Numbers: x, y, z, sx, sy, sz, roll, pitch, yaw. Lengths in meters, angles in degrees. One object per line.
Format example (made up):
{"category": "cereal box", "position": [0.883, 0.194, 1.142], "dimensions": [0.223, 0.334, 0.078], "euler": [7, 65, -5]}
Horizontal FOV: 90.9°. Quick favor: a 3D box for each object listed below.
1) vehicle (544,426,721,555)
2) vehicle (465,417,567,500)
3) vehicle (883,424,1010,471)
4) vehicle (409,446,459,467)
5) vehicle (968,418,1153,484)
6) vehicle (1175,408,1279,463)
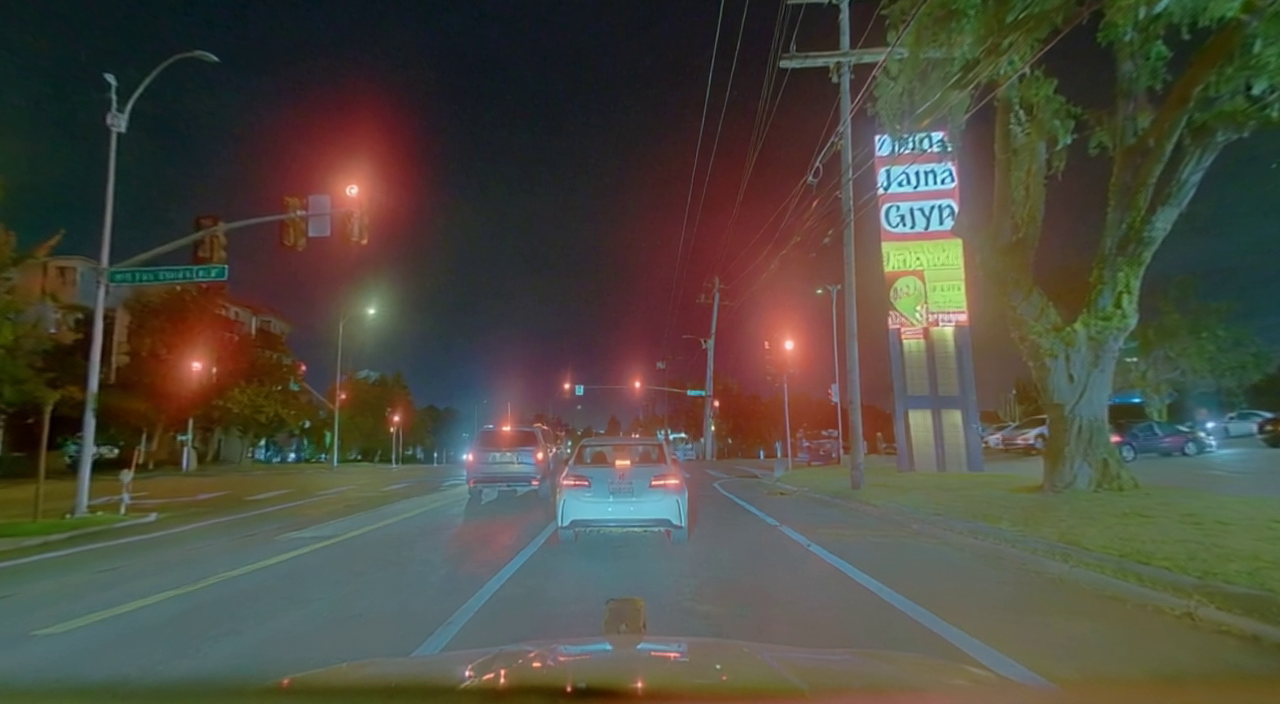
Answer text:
{"category": "vehicle", "position": [-0.149, 1.927, 9.532], "dimensions": [2.070, 1.481, 4.216], "euler": [0, -8, -2]}
{"category": "vehicle", "position": [-3.079, 2.738, 16.612], "dimensions": [2.106, 1.852, 4.512], "euler": [0, -8, -5]}
{"category": "vehicle", "position": [10.631, 3.372, 22.320], "dimensions": [1.842, 1.471, 4.481], "euler": [1, -8, -6]}
{"category": "vehicle", "position": [-15.568, 7.837, 47.494], "dimensions": [2.111, 1.511, 4.641], "euler": [6, -10, -37]}
{"category": "vehicle", "position": [10.544, 2.536, 16.293], "dimensions": [1.888, 1.455, 4.268], "euler": [0, -8, 1]}
{"category": "vehicle", "position": [18.709, 2.580, 19.294], "dimensions": [4.446, 1.511, 1.977], "euler": [4, -10, -29]}
